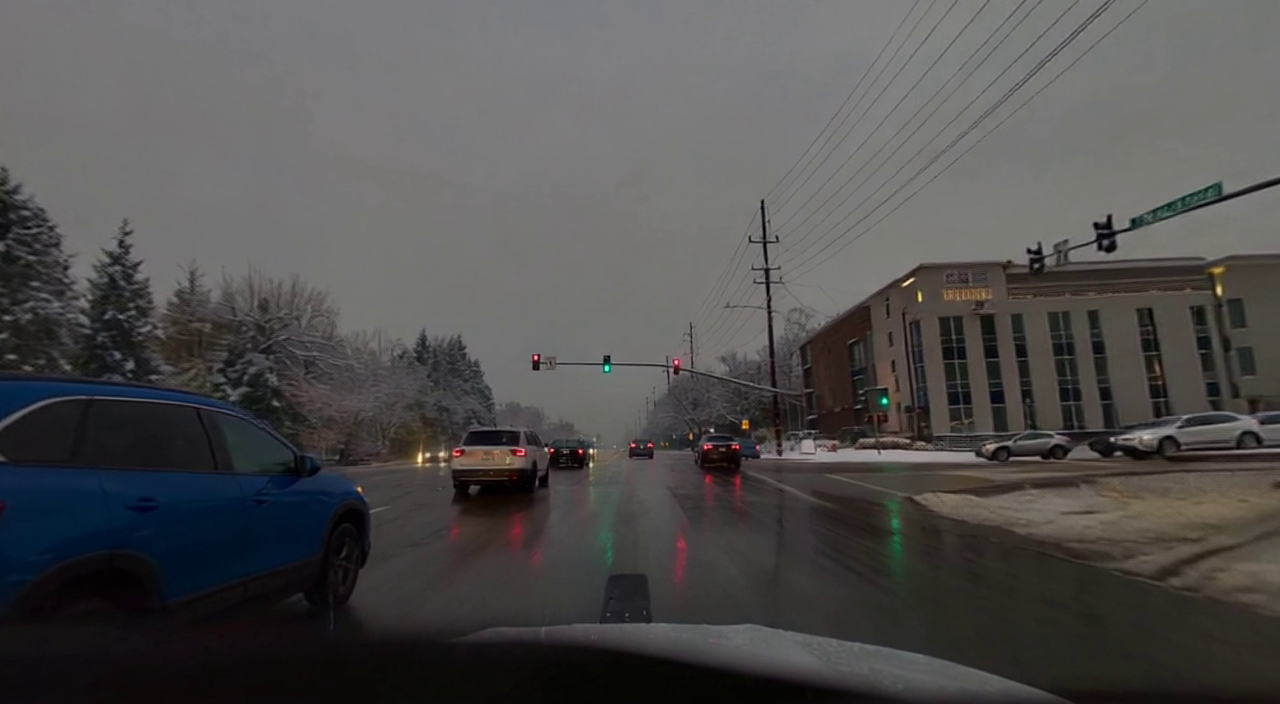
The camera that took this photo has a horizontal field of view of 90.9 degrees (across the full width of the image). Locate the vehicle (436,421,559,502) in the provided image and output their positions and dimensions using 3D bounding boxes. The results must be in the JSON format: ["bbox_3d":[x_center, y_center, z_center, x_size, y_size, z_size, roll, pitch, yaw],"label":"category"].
[{"bbox_3d":[-3.352,2.685,15.827,1.958,1.744,4.315,0,-8,2],"label":"vehicle"}]

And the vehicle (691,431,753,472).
[{"bbox_3d":[3.672,4.586,29.163,2.201,1.734,4.564,0,-8,-1],"label":"vehicle"}]

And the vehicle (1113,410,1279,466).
[{"bbox_3d":[19.583,2.963,21.753,5.033,1.802,1.928,1,-9,-5],"label":"vehicle"}]

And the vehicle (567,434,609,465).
[{"bbox_3d":[-2.934,5.600,36.264,1.900,1.677,4.128,0,-8,2],"label":"vehicle"}]

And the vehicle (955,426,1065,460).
[{"bbox_3d":[18.245,4.516,31.230,4.119,1.574,2.028,-1,-8,3],"label":"vehicle"}]

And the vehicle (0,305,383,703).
[{"bbox_3d":[-3.267,0.863,3.108,2.127,1.754,4.287,0,-8,1],"label":"vehicle"}]

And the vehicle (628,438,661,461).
[{"bbox_3d":[0.314,6.780,43.889,2.185,1.515,4.215,0,-8,1],"label":"vehicle"}]
